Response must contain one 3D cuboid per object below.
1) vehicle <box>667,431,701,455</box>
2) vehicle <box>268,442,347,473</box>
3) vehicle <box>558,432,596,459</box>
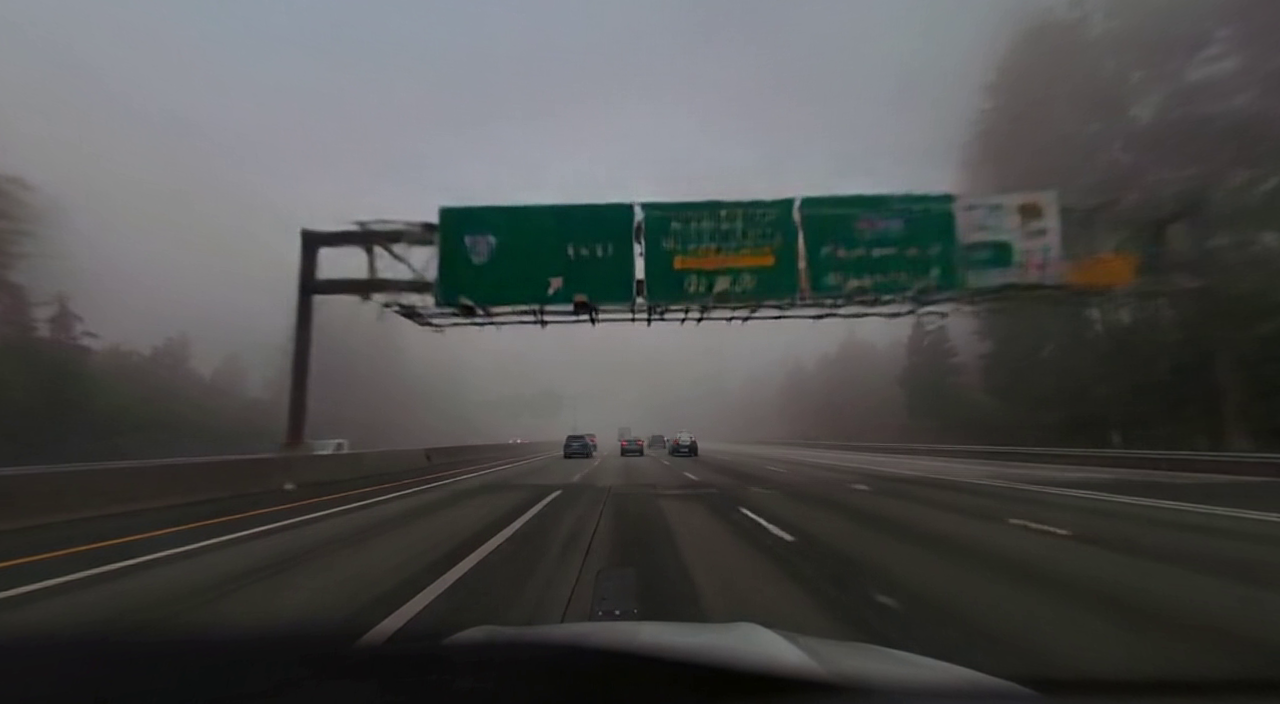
[{"bbox_3d":[3.183,6.696,46.230,2.066,1.673,4.225,0,-8,-2],"label":"vehicle"},{"bbox_3d":[-17.499,5.529,33.320,1.886,1.512,4.244,0,-8,-1],"label":"vehicle"},{"bbox_3d":[-3.956,5.907,39.825,2.119,1.629,3.946,0,-8,-2],"label":"vehicle"}]
